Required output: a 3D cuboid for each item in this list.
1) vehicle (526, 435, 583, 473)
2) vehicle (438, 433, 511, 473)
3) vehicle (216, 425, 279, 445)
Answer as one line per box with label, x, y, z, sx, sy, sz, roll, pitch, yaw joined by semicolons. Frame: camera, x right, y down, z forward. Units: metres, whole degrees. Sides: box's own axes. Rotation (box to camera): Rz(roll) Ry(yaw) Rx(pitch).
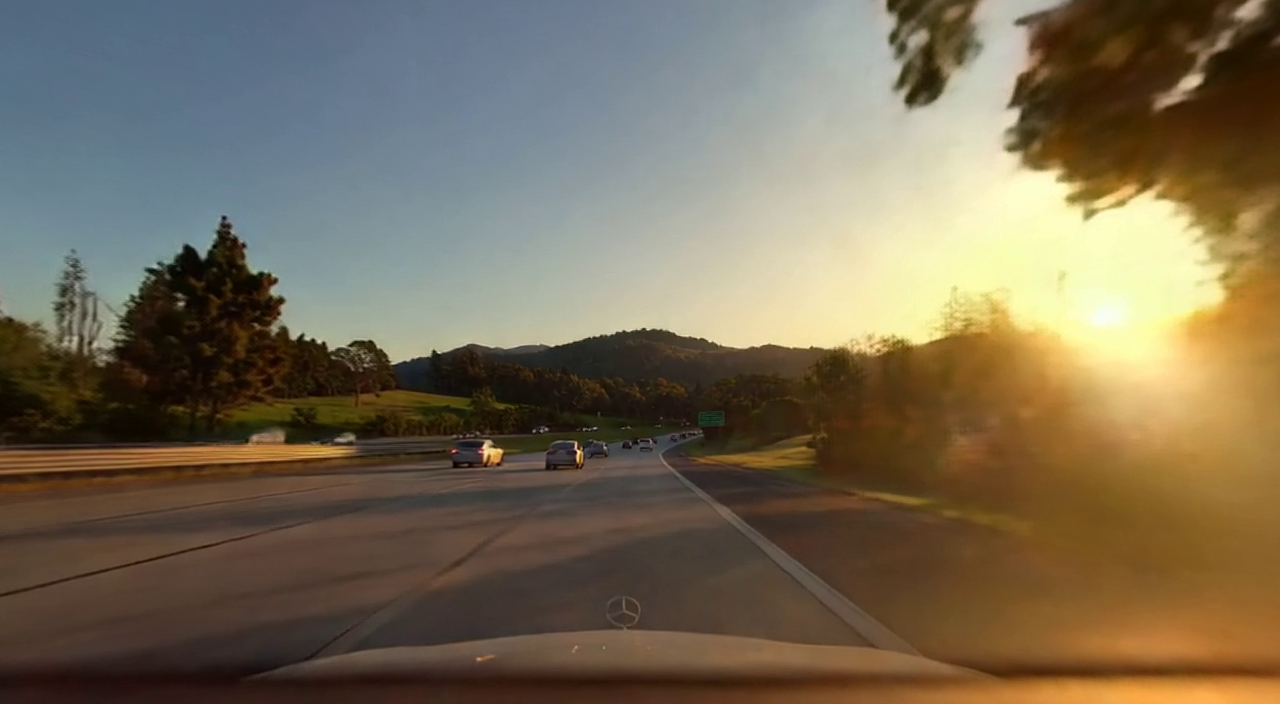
vehicle;-4.039;4.898;30.544;2.035;1.673;4.469;0;-8;2
vehicle;-7.603;4.717;29.478;2.108;1.686;4.556;0;-8;1
vehicle;-30.027;6.414;48.342;2.019;1.484;4.332;0;-8;1
